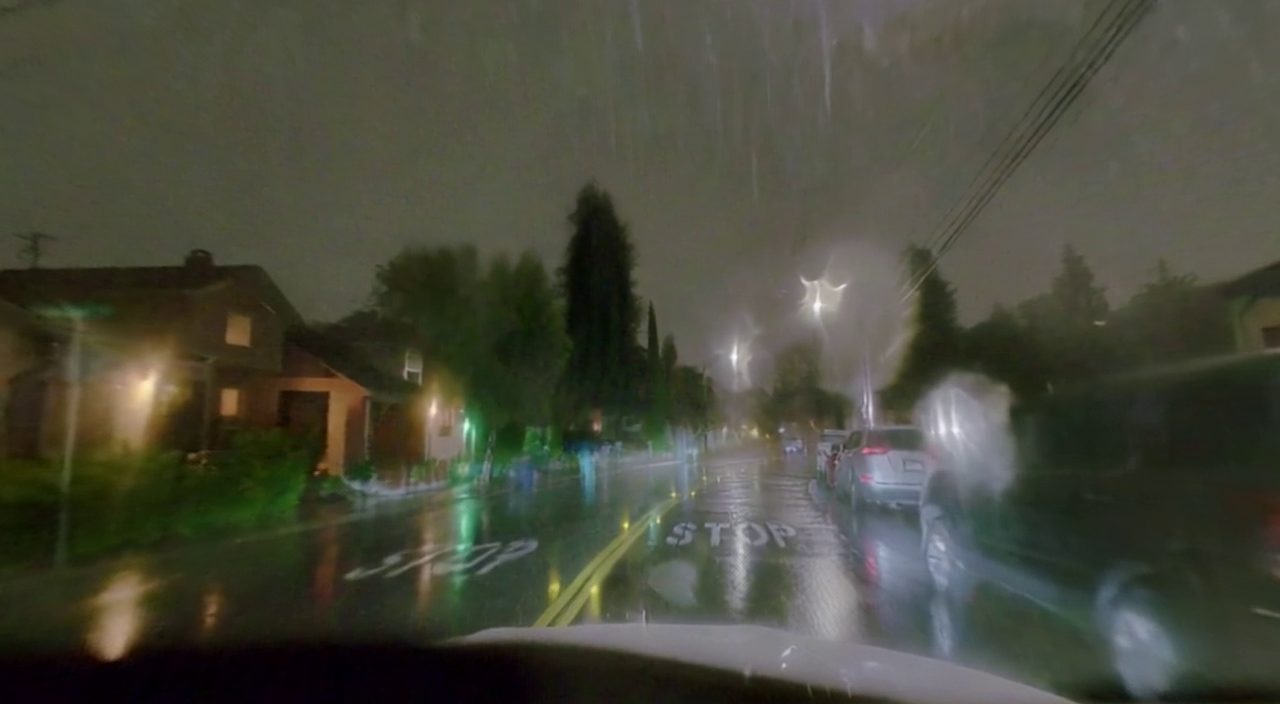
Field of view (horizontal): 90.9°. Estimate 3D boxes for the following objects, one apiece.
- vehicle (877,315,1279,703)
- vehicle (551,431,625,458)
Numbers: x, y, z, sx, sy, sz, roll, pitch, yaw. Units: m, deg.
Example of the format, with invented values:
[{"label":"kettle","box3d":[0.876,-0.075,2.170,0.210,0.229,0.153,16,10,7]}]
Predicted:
[{"label":"vehicle","box3d":[3.468,1.008,3.792,2.692,1.649,4.689,-1,-8,6]},{"label":"vehicle","box3d":[-3.713,6.626,45.027,4.870,1.813,1.910,-3,-9,18]}]
